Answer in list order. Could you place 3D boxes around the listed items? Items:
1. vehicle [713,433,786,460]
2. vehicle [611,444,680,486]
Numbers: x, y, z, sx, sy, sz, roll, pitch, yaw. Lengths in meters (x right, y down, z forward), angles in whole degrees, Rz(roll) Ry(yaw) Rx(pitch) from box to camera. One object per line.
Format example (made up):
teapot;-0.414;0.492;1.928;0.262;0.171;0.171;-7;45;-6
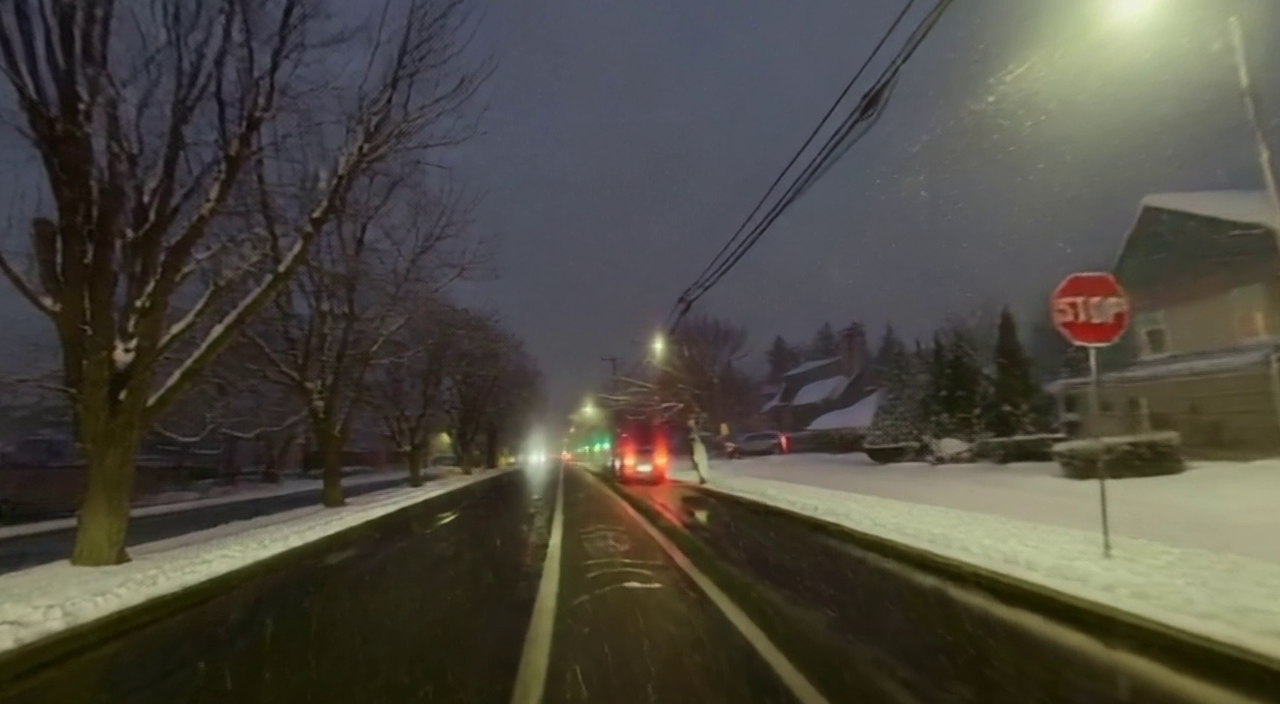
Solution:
vehicle;6.396;5.532;37.025;3.827;1.512;1.855;1;-8;-8
vehicle;0.125;4.492;25.528;1.979;1.524;4.578;1;-8;-10
